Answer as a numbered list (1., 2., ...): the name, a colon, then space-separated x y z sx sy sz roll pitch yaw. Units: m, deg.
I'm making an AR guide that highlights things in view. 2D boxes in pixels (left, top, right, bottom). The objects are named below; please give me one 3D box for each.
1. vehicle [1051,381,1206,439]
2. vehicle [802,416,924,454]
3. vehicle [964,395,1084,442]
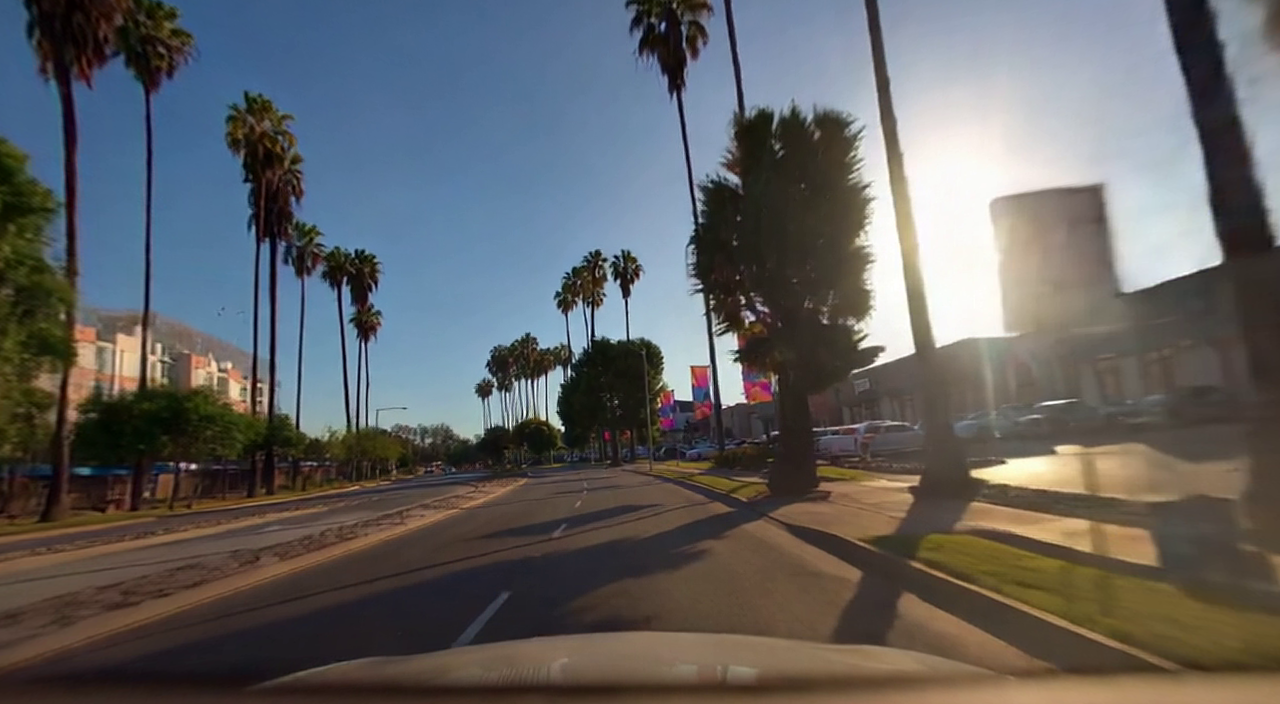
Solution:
1. vehicle: 19.205 2.417 25.059 1.992 1.767 4.848 -7 -9 -3
2. vehicle: 10.078 3.809 28.682 4.671 1.630 2.200 0 -9 -1
3. vehicle: 19.240 3.405 31.690 2.002 1.686 4.537 -2 -12 -29
